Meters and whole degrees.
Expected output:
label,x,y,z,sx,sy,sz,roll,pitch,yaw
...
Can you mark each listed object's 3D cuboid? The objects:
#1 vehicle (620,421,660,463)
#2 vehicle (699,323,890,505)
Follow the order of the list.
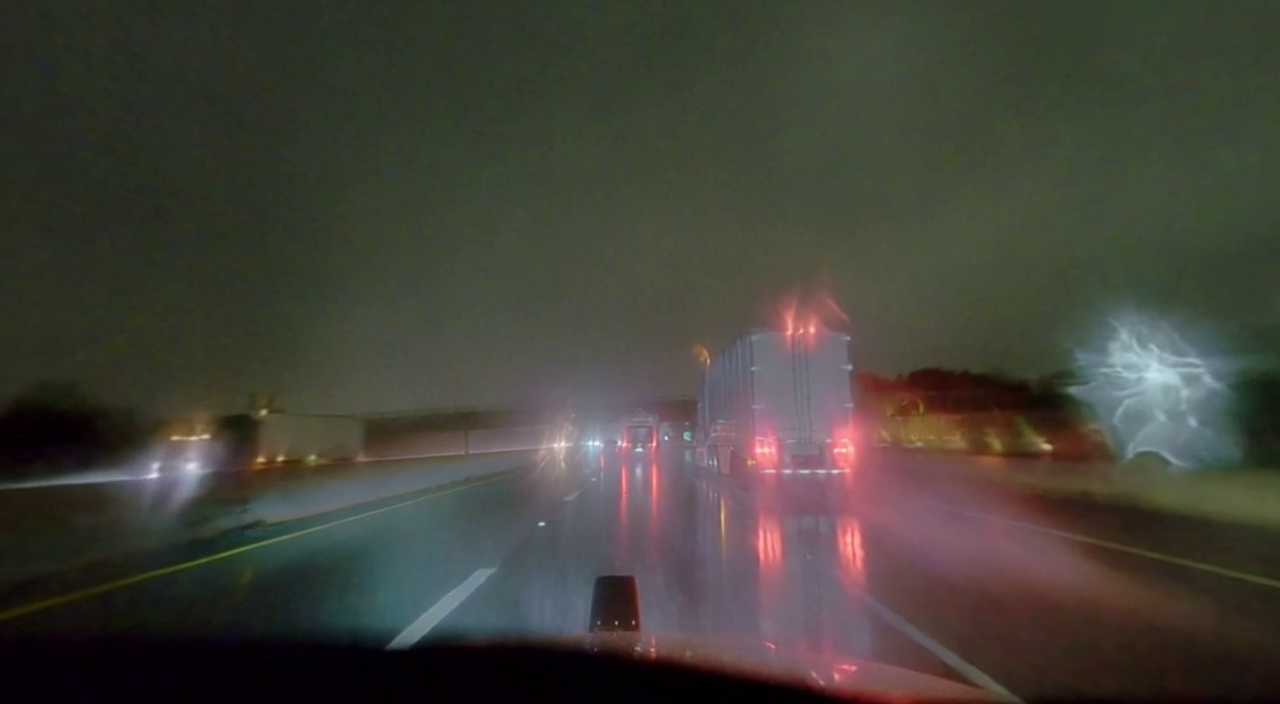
label,x,y,z,sx,sy,sz,roll,pitch,yaw
vehicle,0.029,6.127,42.796,2.481,2.618,6.314,-1,-8,0
vehicle,3.862,2.122,19.243,2.997,3.983,10.860,1,-8,0
